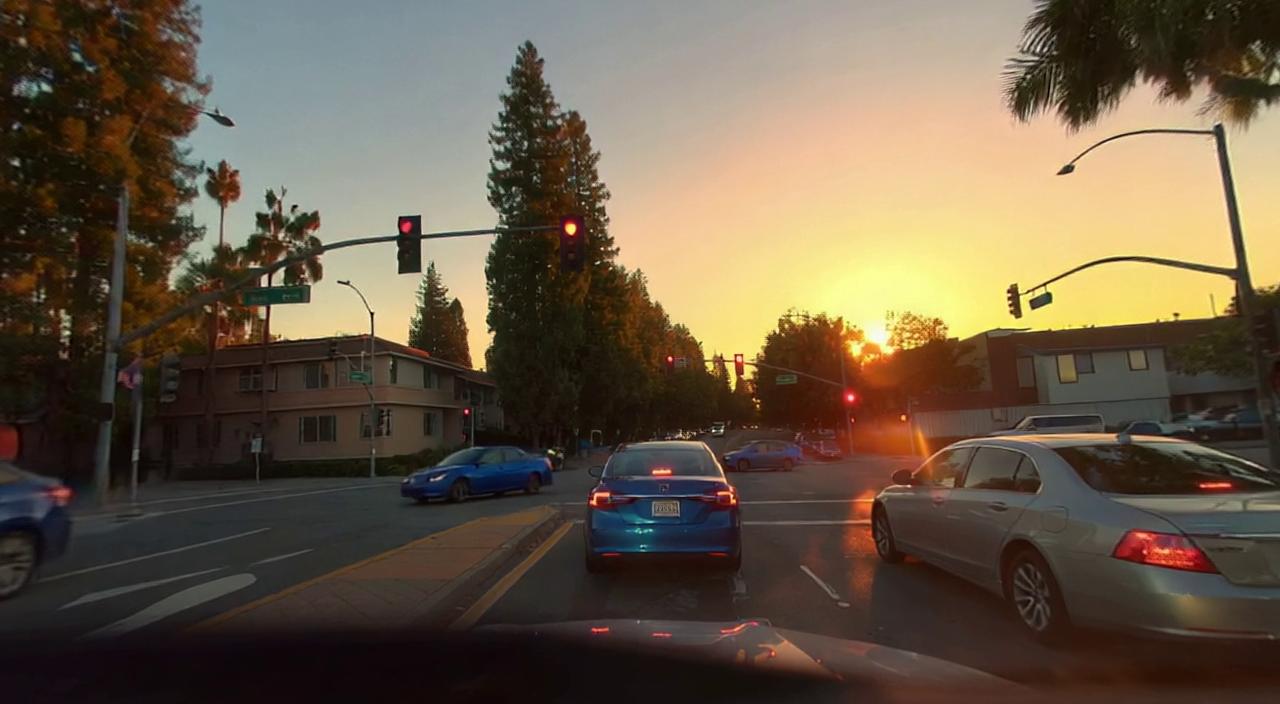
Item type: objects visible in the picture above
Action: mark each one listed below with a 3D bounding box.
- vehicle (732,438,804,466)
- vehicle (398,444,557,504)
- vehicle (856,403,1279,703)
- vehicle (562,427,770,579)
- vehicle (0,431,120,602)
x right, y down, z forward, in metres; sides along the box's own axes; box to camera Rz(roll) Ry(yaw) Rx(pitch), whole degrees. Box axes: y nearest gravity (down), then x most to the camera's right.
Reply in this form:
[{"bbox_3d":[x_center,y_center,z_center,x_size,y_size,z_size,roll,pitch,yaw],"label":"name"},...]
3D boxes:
[{"bbox_3d":[7.993,6.299,39.790,1.936,1.615,4.240,5,-10,-34],"label":"vehicle"},{"bbox_3d":[-4.493,3.388,18.098,1.854,1.490,4.229,-6,-10,32],"label":"vehicle"},{"bbox_3d":[3.657,1.339,5.428,1.888,1.486,4.681,0,-9,-1],"label":"vehicle"},{"bbox_3d":[0.300,1.817,8.331,2.090,1.505,3.756,-1,-9,1],"label":"vehicle"},{"bbox_3d":[-7.995,1.611,5.753,1.988,1.799,4.789,-2,-9,9],"label":"vehicle"}]
